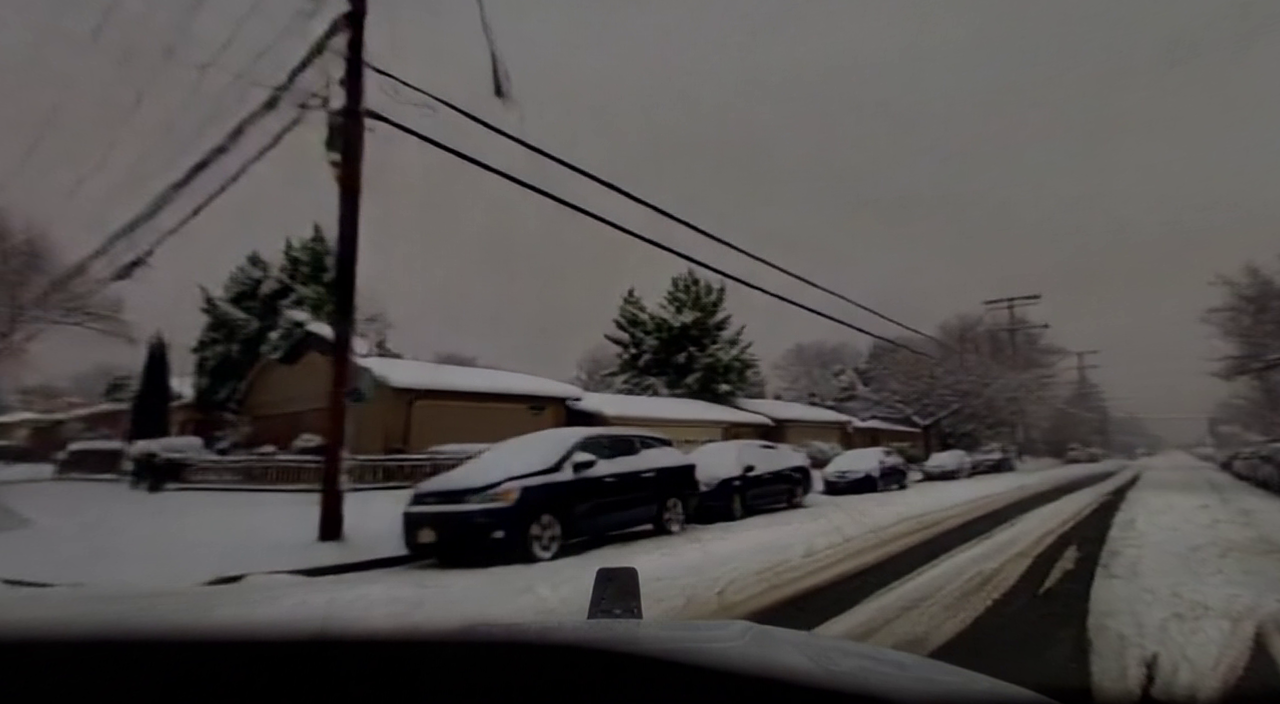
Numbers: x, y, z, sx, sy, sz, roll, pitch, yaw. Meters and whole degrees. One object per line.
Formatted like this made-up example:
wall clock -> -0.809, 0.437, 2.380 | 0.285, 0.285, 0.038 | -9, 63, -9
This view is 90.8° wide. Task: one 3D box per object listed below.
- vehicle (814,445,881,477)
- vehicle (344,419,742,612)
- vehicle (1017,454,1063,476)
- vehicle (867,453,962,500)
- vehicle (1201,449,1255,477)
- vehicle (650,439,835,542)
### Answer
vehicle -> 12.979, 6.716, 39.315 | 2.232, 1.836, 5.443 | -7, -11, 36
vehicle -> -0.964, 2.068, 9.671 | 2.385, 1.967, 5.971 | -7, -9, 36
vehicle -> 29.546, 8.280, 46.625 | 1.960, 1.460, 4.425 | -6, -11, 43
vehicle -> 10.250, 4.520, 23.405 | 1.897, 1.523, 4.626 | -8, -11, 39
vehicle -> 38.432, 7.220, 41.373 | 2.310, 1.527, 4.705 | -6, -9, 40
vehicle -> 2.434, 2.887, 14.077 | 2.150, 1.756, 4.436 | -6, -8, 38
